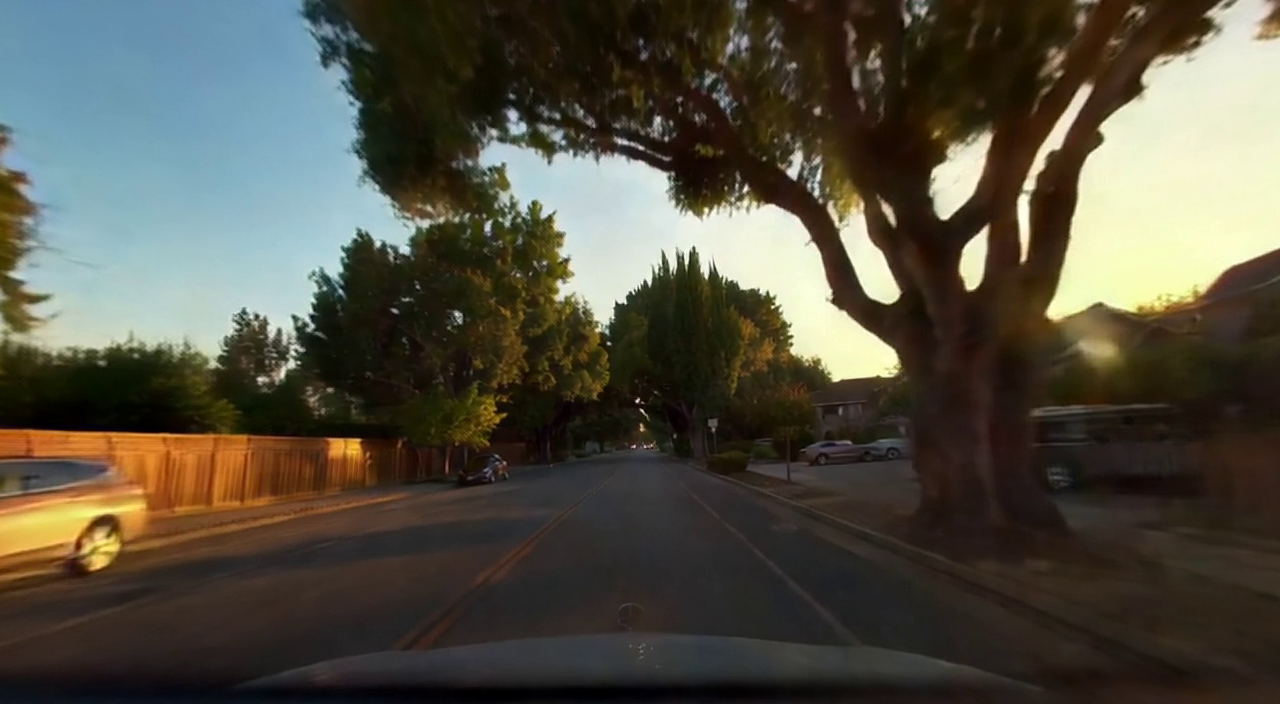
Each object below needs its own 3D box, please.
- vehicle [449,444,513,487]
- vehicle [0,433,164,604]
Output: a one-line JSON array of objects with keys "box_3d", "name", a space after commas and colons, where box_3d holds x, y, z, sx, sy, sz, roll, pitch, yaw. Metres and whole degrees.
[{"box_3d": [-7.625, 5.434, 30.602, 1.945, 1.760, 4.021, -3, -8, 2], "name": "vehicle"}, {"box_3d": [-7.529, 1.715, 6.246, 1.999, 1.714, 4.517, -3, -8, 2], "name": "vehicle"}]
